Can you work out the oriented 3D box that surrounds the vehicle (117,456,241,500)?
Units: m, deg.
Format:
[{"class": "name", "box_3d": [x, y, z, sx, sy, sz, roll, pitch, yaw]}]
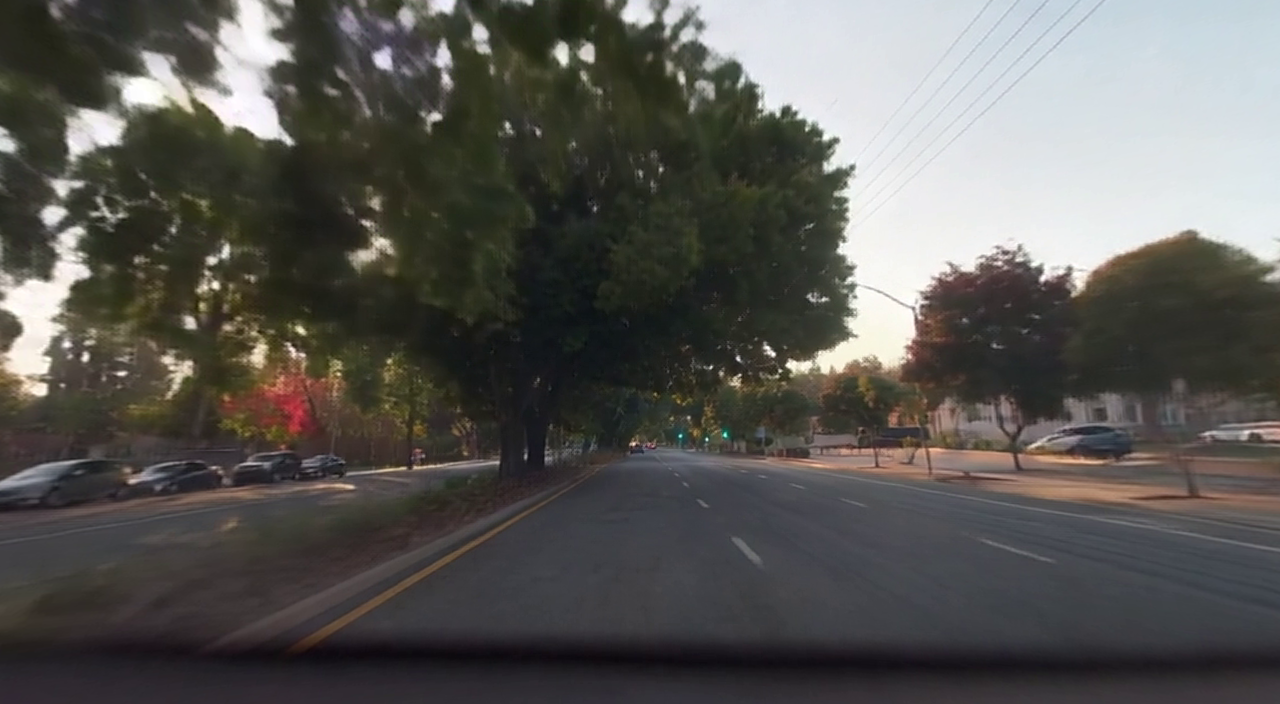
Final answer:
[{"class": "vehicle", "box_3d": [-18.197, 4.958, 25.166, 1.736, 1.489, 4.347, 0, -8, -2]}]

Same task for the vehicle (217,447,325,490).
[{"class": "vehicle", "box_3d": [-17.817, 5.581, 30.799, 1.941, 1.848, 5.279, -1, -8, 2]}]

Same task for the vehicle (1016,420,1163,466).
[{"class": "vehicle", "box_3d": [22.195, 4.503, 31.286, 5.532, 2.065, 2.166, -1, -8, 0]}]

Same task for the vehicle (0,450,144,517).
[{"class": "vehicle", "box_3d": [-18.196, 3.914, 19.300, 2.115, 1.716, 4.900, 0, -8, -2]}]
